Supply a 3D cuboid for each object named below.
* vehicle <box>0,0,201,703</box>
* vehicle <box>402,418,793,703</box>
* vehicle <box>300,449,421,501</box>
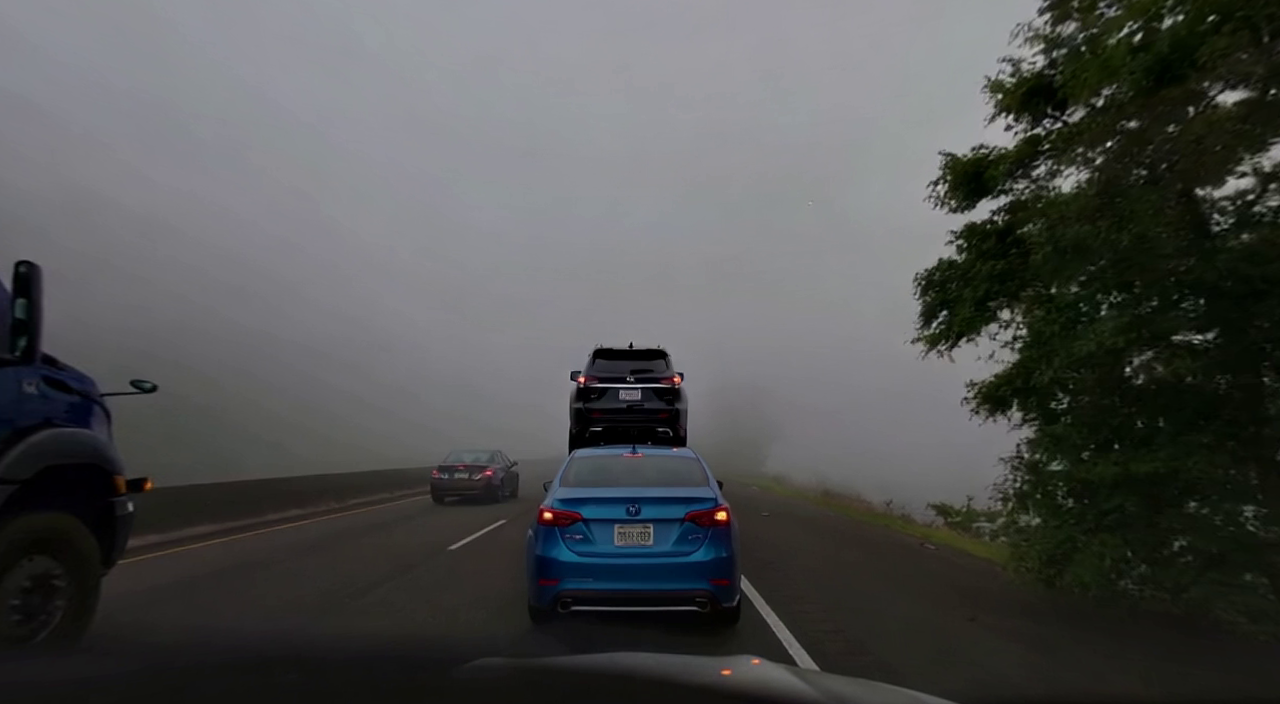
[{"bbox_3d":[-4.489,-0.329,1.093,2.963,3.836,6.016,0,-9,-1],"label":"vehicle"},{"bbox_3d":[-0.254,1.367,4.996,1.991,1.507,3.391,0,-9,-1],"label":"vehicle"},{"bbox_3d":[-8.775,3.866,20.311,1.834,1.469,4.362,0,-9,1],"label":"vehicle"}]
